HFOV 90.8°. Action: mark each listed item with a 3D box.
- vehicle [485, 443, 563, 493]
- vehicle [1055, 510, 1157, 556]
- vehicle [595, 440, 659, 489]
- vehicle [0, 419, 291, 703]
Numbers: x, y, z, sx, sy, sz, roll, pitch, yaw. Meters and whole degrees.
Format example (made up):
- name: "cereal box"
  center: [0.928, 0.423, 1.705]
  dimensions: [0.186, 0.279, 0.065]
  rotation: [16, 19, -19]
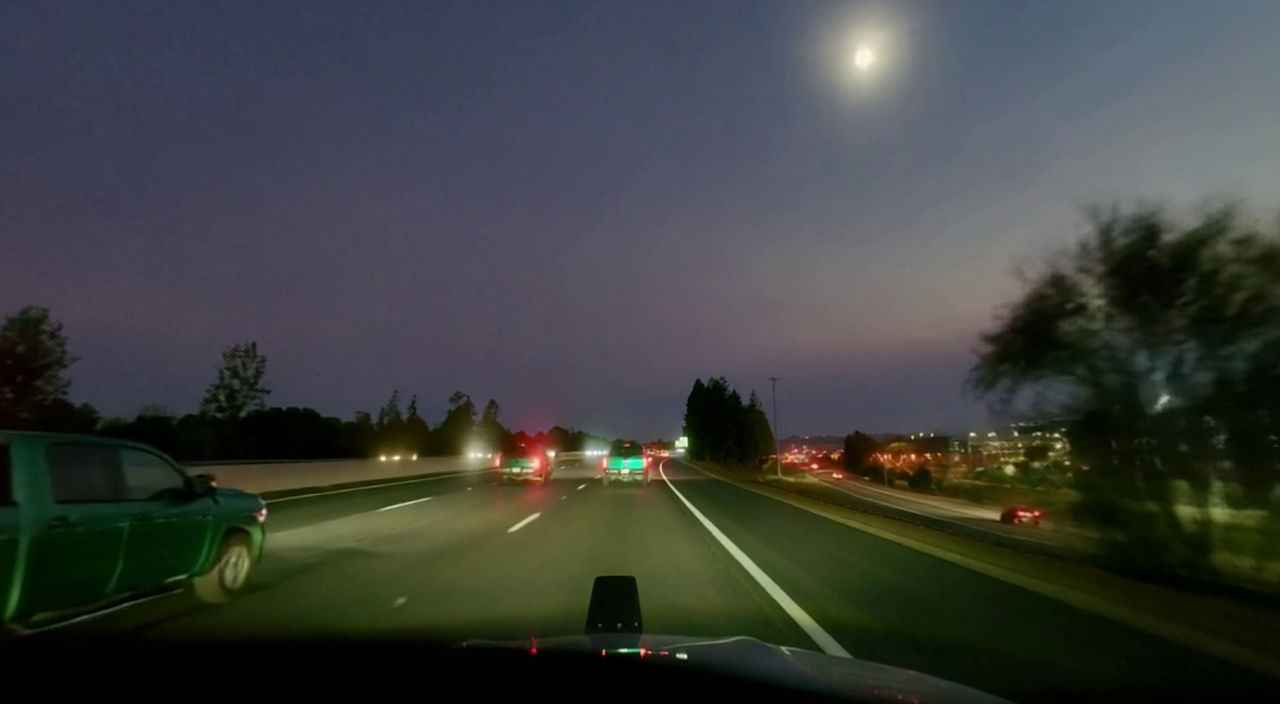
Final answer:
- name: "vehicle"
  center: [-4.338, 4.414, 24.566]
  dimensions: [2.038, 1.704, 5.181]
  rotation: [0, -9, 0]
- name: "vehicle"
  center: [23.048, 8.926, 31.483]
  dimensions: [1.956, 1.594, 4.425]
  rotation: [-1, -8, 4]
- name: "vehicle"
  center: [-0.427, 4.405, 25.028]
  dimensions: [2.293, 1.753, 4.380]
  rotation: [0, -9, 1]
- name: "vehicle"
  center: [-4.131, 1.129, 3.460]
  dimensions: [1.936, 1.470, 4.402]
  rotation: [0, -9, 0]
